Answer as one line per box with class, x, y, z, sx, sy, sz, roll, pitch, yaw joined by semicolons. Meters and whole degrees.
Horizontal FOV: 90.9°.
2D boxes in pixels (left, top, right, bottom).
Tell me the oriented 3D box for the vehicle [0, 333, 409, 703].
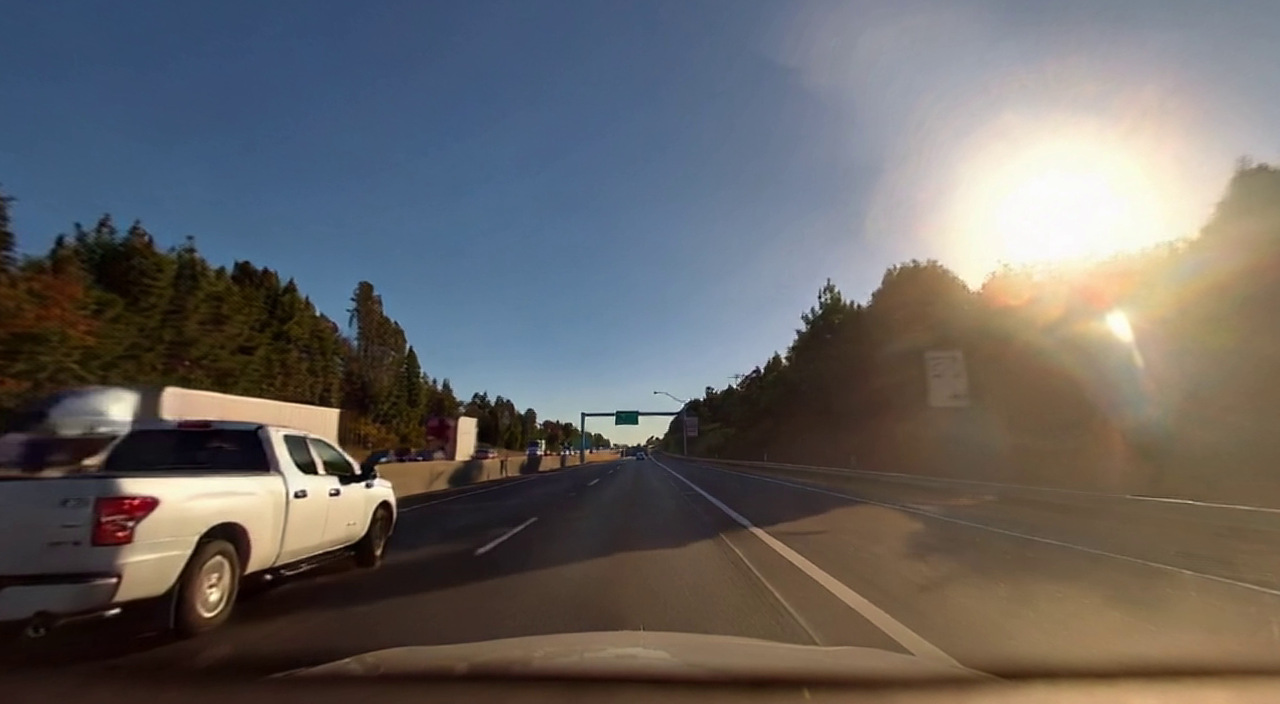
vehicle;-3.869;1.185;4.771;2.214;1.872;5.179;0;-9;1
